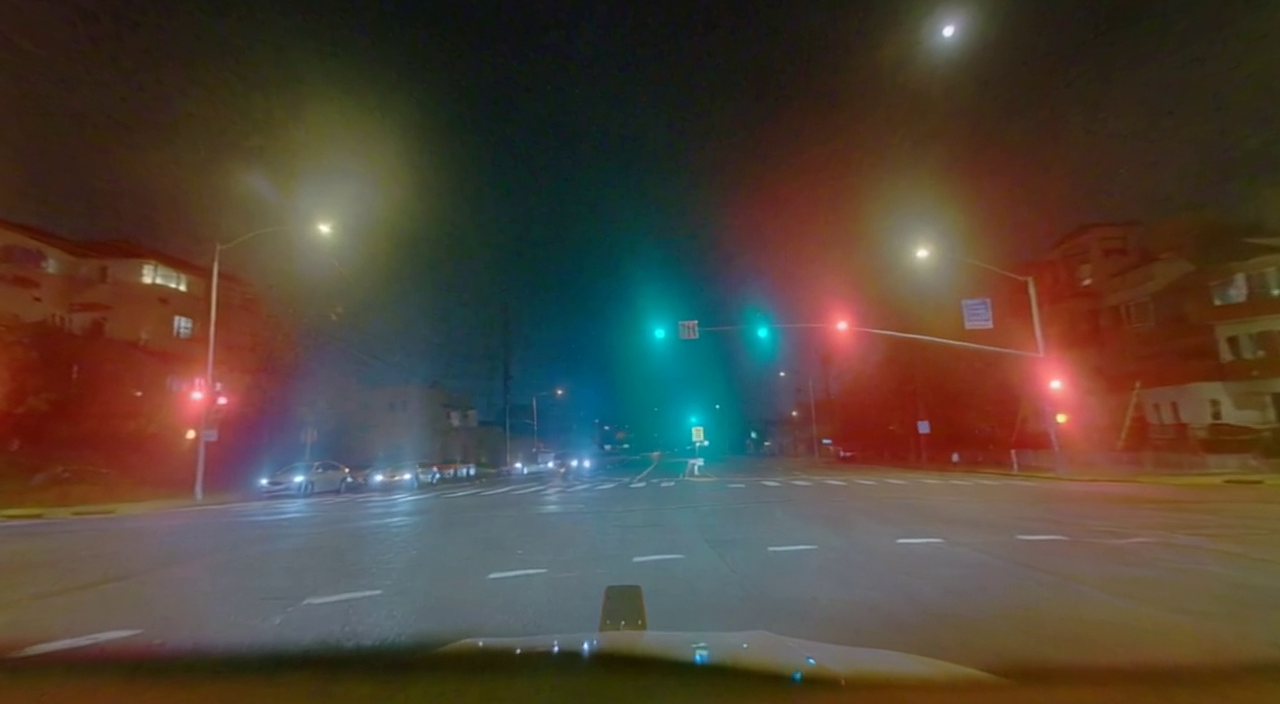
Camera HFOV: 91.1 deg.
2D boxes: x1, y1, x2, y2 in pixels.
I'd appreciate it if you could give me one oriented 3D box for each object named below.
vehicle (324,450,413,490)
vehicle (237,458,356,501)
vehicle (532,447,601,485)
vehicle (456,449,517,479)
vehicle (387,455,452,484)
[{"bbox_3d":[-13.496,5.863,31.620,1.960,1.819,5.018,-1,-9,3],"label":"vehicle"},{"bbox_3d":[-13.879,5.139,25.752,2.055,1.506,4.663,-1,-9,3],"label":"vehicle"},{"bbox_3d":[-3.065,4.894,27.274,2.154,1.501,4.416,-1,-9,5],"label":"vehicle"},{"bbox_3d":[-9.448,6.908,39.083,2.126,1.709,5.095,-1,-9,5],"label":"vehicle"},{"bbox_3d":[-12.954,6.905,37.220,1.804,1.486,4.625,-1,-9,5],"label":"vehicle"}]
